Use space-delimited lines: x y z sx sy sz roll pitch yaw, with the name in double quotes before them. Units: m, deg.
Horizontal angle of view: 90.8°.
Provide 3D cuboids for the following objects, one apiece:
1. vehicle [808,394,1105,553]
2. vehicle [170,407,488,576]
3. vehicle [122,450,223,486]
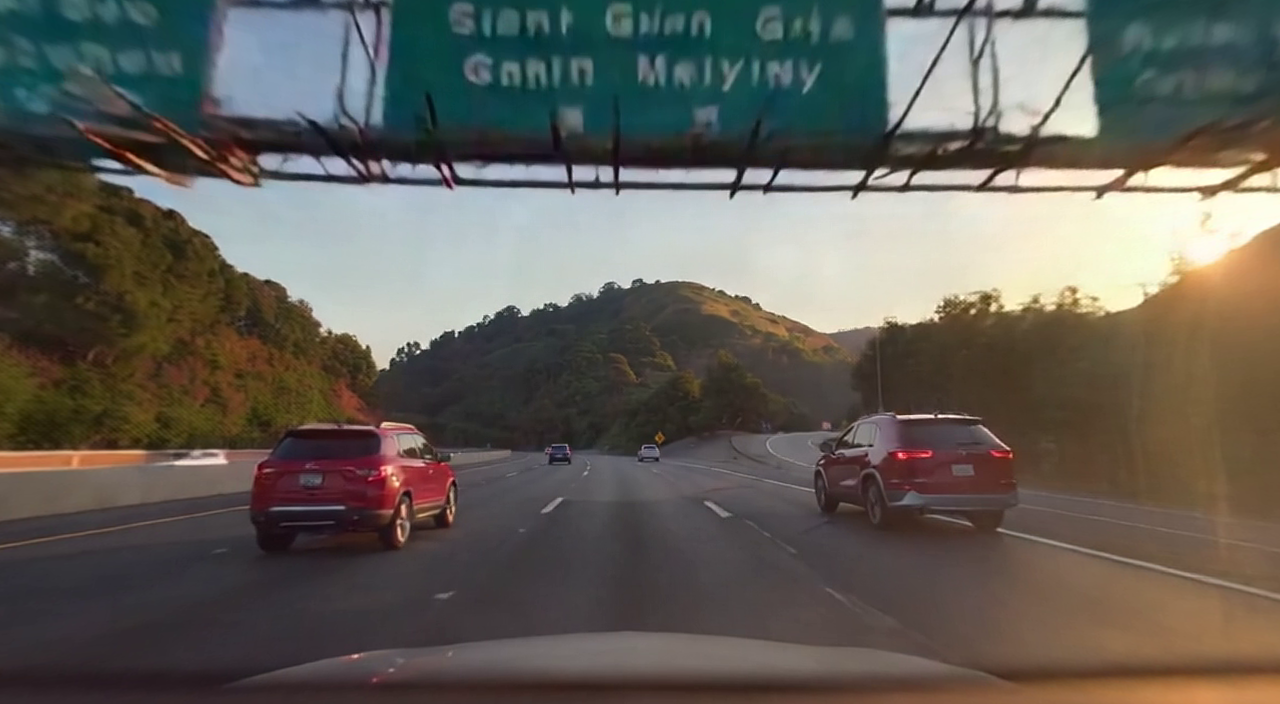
"vehicle" 4.463 1.822 10.076 2.103 1.903 4.837 0 -9 -1
"vehicle" -3.835 1.819 9.030 2.213 1.766 4.598 0 -9 -1
"vehicle" -29.319 7.274 39.965 2.214 2.067 5.745 0 -9 -3
